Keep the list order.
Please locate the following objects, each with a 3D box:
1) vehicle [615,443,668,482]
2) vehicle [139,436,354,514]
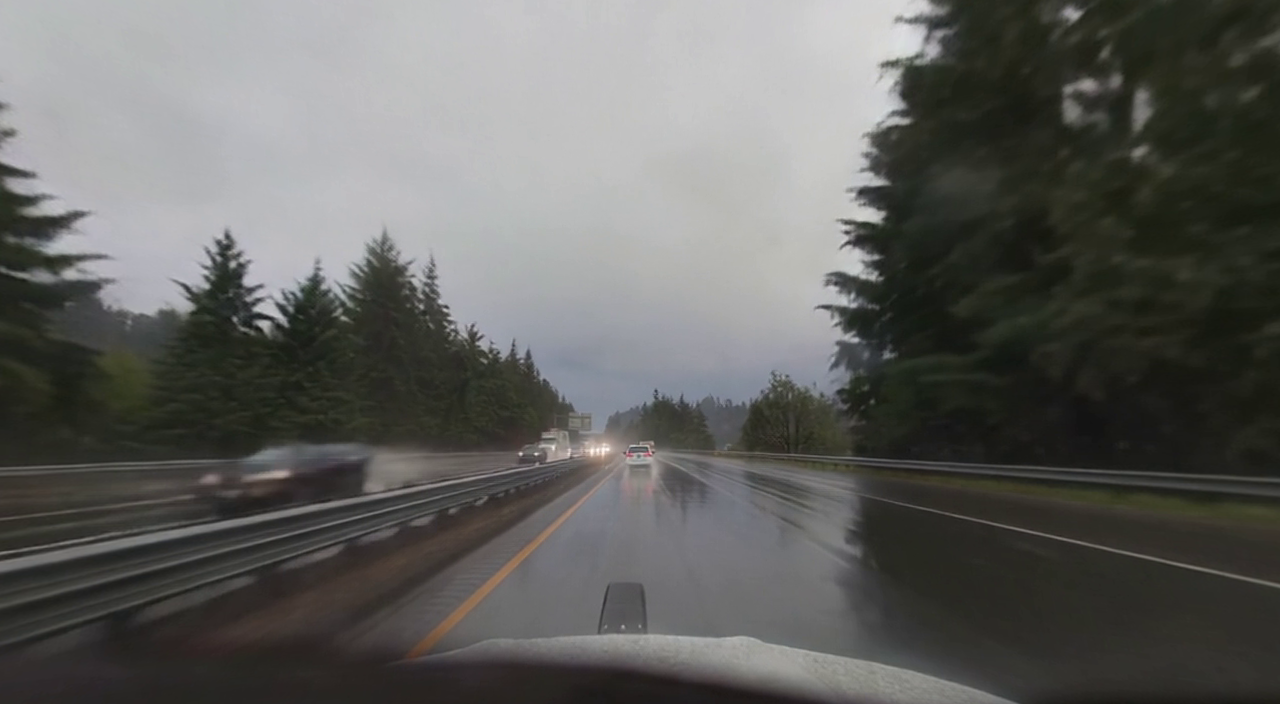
[{"bbox_3d":[0.033,4.713,27.202,2.114,1.523,4.012,0,-9,0],"label":"vehicle"},{"bbox_3d":[-8.497,2.680,14.252,1.858,1.456,4.591,0,-9,1],"label":"vehicle"}]
